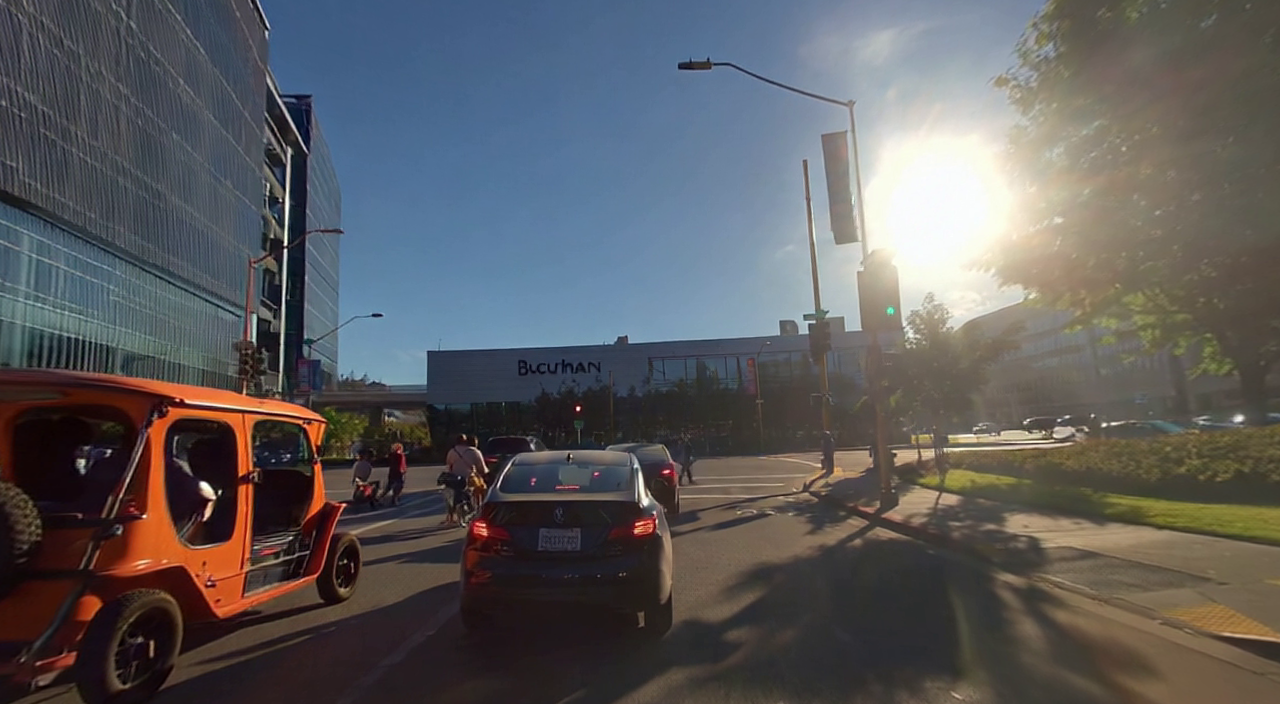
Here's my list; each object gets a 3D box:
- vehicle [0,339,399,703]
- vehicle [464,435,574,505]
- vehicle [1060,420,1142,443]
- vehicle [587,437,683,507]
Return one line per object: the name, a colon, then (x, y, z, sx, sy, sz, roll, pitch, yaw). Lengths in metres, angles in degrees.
vehicle: (-3.613, 1.138, 4.424, 2.000, 1.809, 4.405, 0, -8, 1)
vehicle: (-3.075, 3.084, 16.872, 1.935, 1.615, 4.073, -1, -8, 3)
vehicle: (30.728, 5.348, 41.879, 1.751, 1.420, 4.027, 8, -12, -43)
vehicle: (-0.020, 2.829, 15.270, 2.025, 1.458, 4.085, -1, -8, 3)
